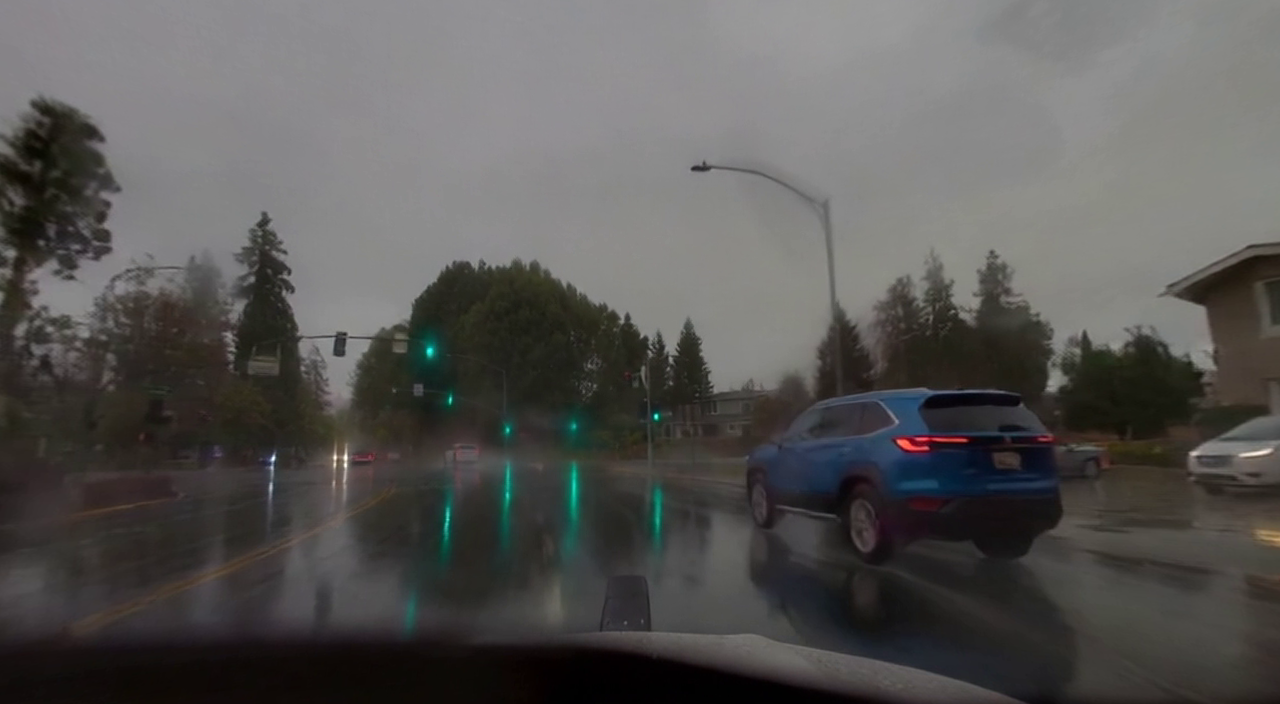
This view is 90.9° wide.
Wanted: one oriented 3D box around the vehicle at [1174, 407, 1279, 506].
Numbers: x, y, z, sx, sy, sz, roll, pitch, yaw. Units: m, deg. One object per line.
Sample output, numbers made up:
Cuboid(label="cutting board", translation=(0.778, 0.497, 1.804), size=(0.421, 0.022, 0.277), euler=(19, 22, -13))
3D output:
Cuboid(label="vehicle", translation=(13.385, 1.907, 12.096), size=(4.656, 1.710, 1.950), euler=(-1, -9, -7))

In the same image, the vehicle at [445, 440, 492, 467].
Cuboid(label="vehicle", translation=(-11.551, 6.778, 42.245), size=(2.138, 1.729, 4.178), euler=(4, -10, -27))

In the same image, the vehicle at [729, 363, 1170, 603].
Cuboid(label="vehicle", translation=(3.201, 1.542, 8.431), size=(2.338, 2.063, 5.592), euler=(1, -9, -10))
